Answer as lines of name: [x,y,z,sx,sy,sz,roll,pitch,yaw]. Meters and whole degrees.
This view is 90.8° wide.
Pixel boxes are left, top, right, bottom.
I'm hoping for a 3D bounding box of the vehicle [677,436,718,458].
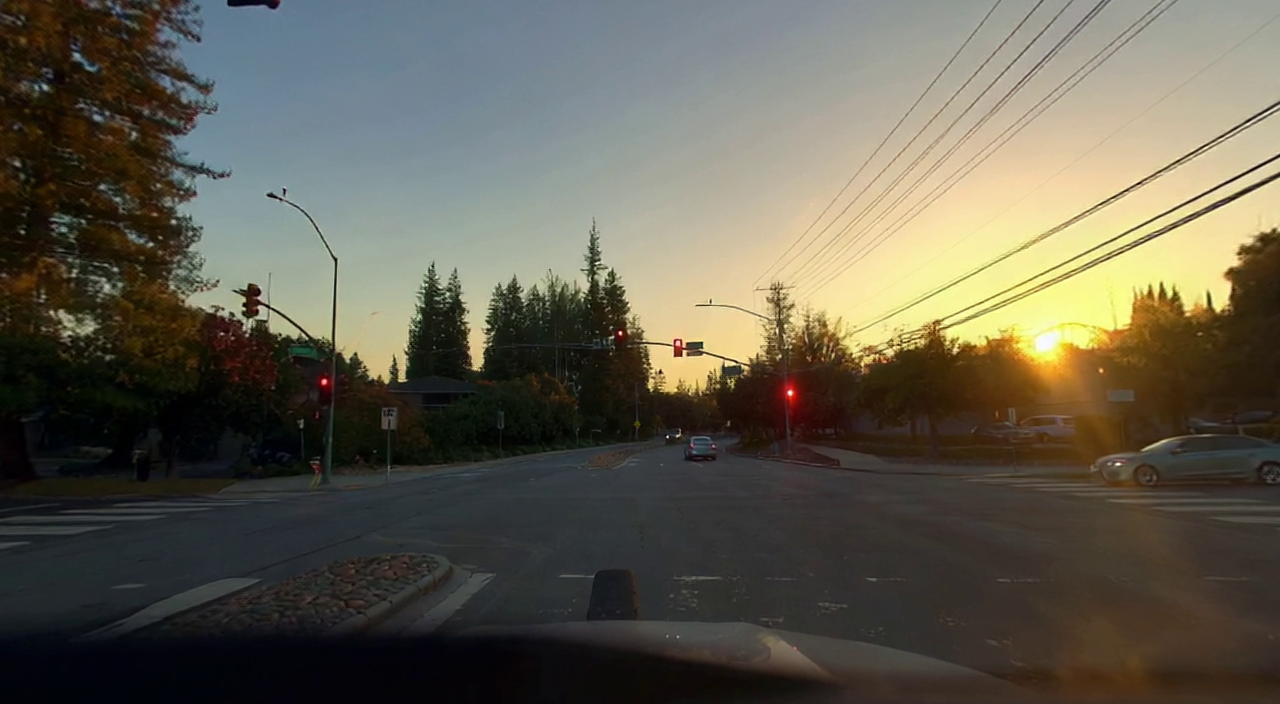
vehicle: [4.087,6.864,45.703,2.067,1.490,4.884,1,-9,-6]
